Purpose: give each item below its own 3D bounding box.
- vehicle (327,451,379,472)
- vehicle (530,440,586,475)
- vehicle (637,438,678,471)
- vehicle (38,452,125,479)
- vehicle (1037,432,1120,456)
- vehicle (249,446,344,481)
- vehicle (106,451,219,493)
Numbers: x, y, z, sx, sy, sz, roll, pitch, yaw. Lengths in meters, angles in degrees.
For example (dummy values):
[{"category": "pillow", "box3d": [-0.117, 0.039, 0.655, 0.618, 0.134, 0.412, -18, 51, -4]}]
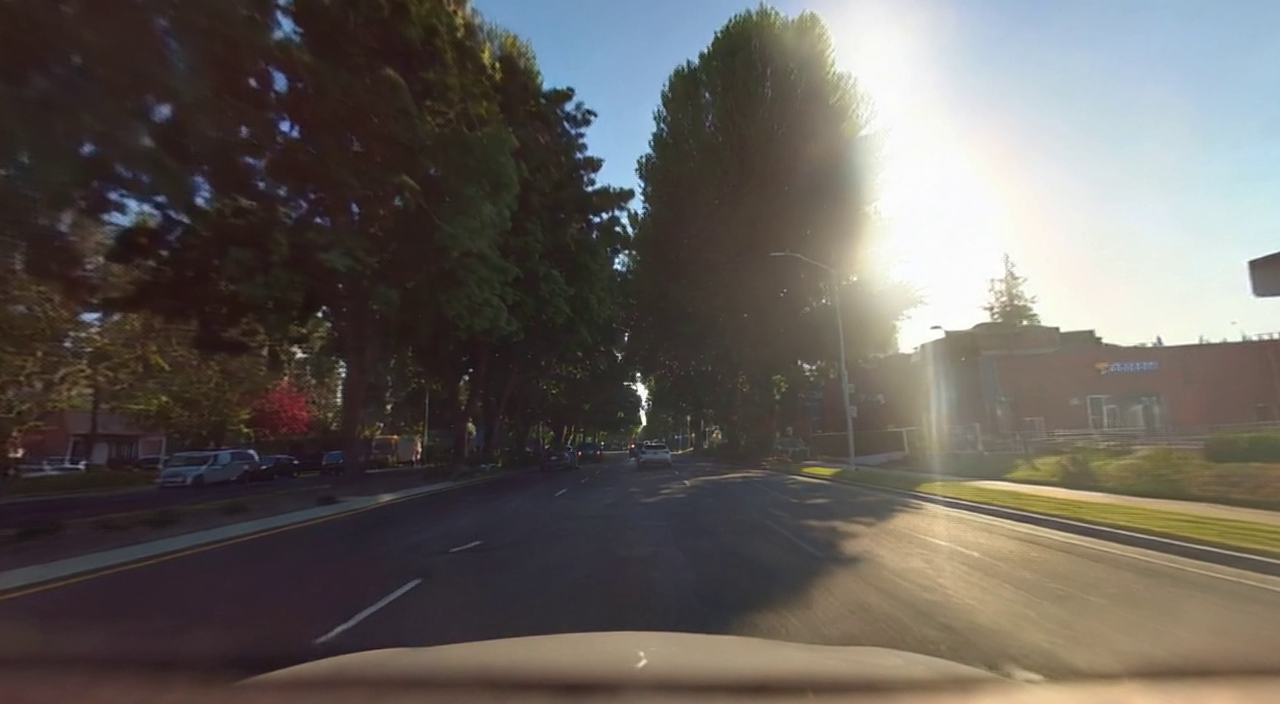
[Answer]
[{"category": "vehicle", "box3d": [-22.450, 8.565, 49.543, 1.849, 1.568, 4.397, 0, -8, 2]}, {"category": "vehicle", "box3d": [-3.703, 4.853, 29.262, 1.908, 1.481, 4.536, 0, -8, 1]}, {"category": "vehicle", "box3d": [0.843, 5.203, 32.188, 1.922, 1.579, 3.642, 0, -8, -1]}, {"category": "vehicle", "box3d": [-44.135, 8.960, 49.892, 4.856, 1.971, 2.163, 0, -8, 2]}, {"category": "vehicle", "box3d": [32.917, 6.905, 47.411, 4.458, 1.761, 2.424, 0, -8, -4]}, {"category": "vehicle", "box3d": [-18.562, 6.000, 34.413, 2.021, 1.732, 5.410, 0, -8, 1]}, {"category": "vehicle", "box3d": [-22.862, 5.736, 30.467, 1.887, 1.801, 4.587, 0, -8, -1]}]
